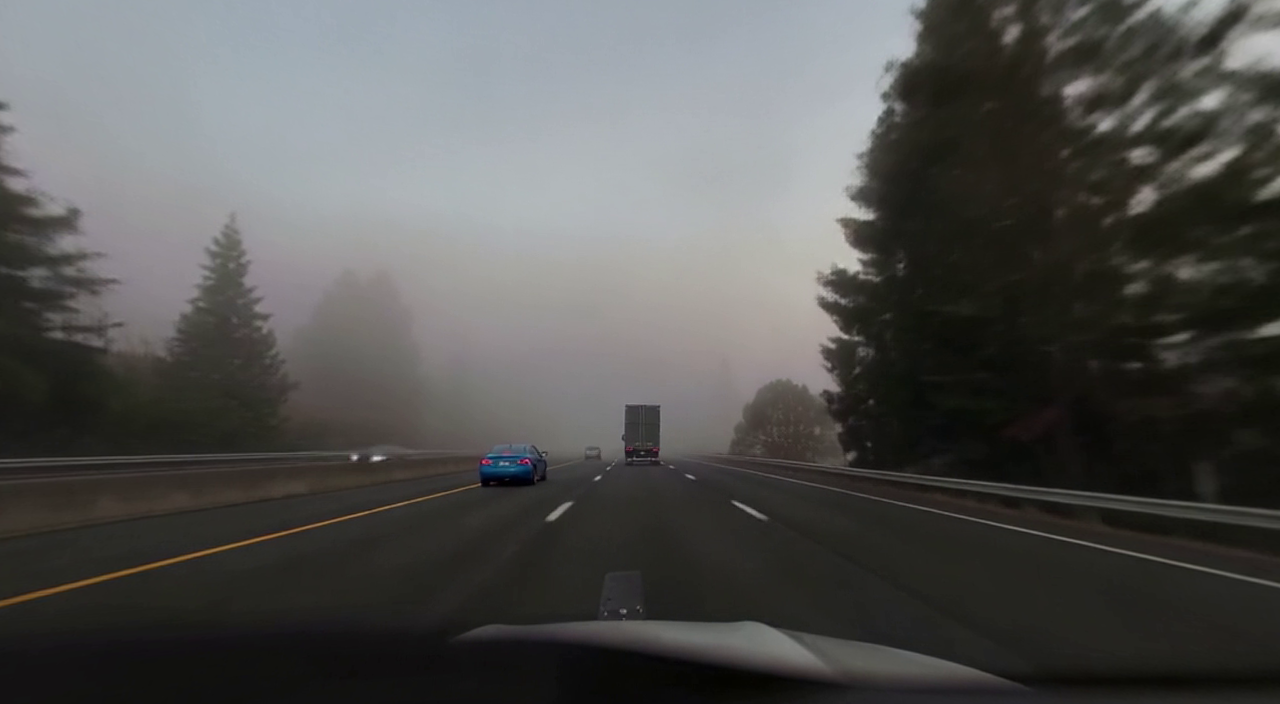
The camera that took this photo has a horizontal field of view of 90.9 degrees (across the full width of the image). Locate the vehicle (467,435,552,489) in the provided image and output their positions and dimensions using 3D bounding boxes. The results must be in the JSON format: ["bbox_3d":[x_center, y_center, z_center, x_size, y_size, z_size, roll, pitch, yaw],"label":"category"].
[{"bbox_3d":[-4.187,3.622,20.919,1.977,1.602,3.944,0,-9,0],"label":"vehicle"}]

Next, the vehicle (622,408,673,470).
[{"bbox_3d":[0.319,5.872,42.040,2.893,3.628,9.081,0,-9,-3],"label":"vehicle"}]

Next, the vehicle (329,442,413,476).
[{"bbox_3d":[-12.796,5.119,30.322,1.933,1.495,4.717,0,-9,0],"label":"vehicle"}]
